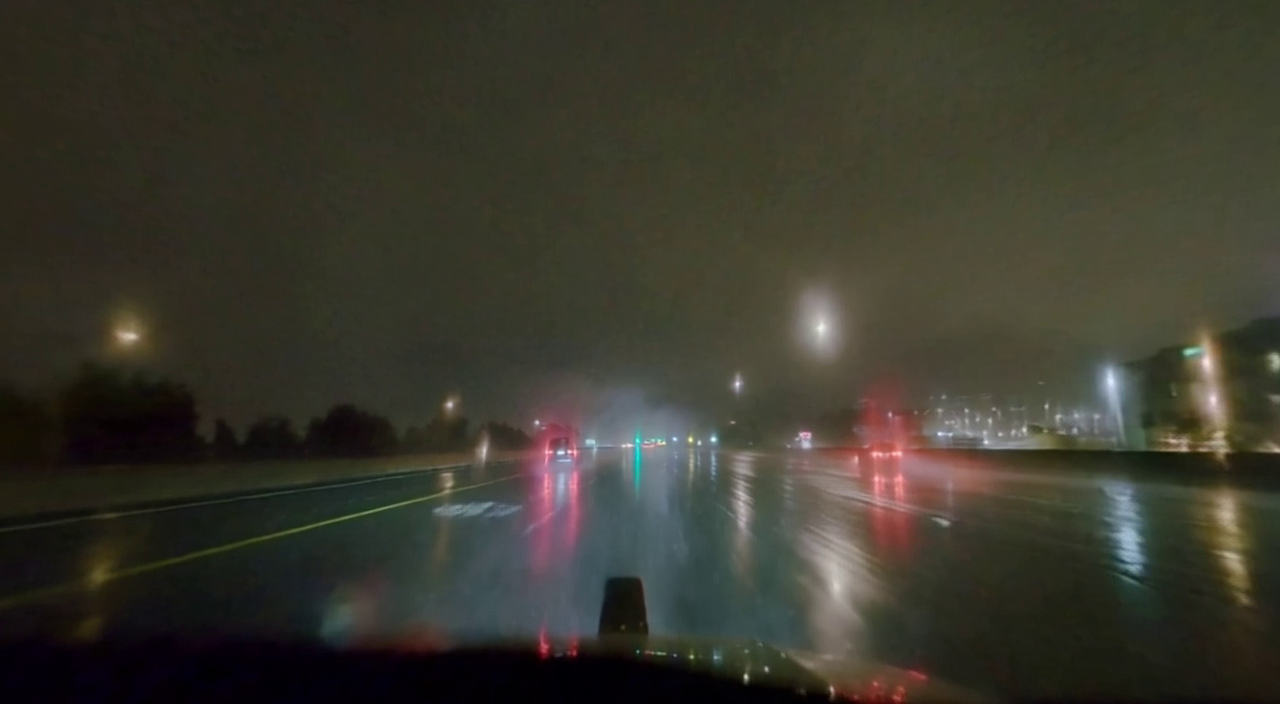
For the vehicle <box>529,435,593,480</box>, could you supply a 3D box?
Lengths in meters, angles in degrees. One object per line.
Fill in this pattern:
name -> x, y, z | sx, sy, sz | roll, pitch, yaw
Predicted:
vehicle -> -3.237, 4.414, 26.690 | 2.072, 1.706, 4.359 | 0, -8, 1
